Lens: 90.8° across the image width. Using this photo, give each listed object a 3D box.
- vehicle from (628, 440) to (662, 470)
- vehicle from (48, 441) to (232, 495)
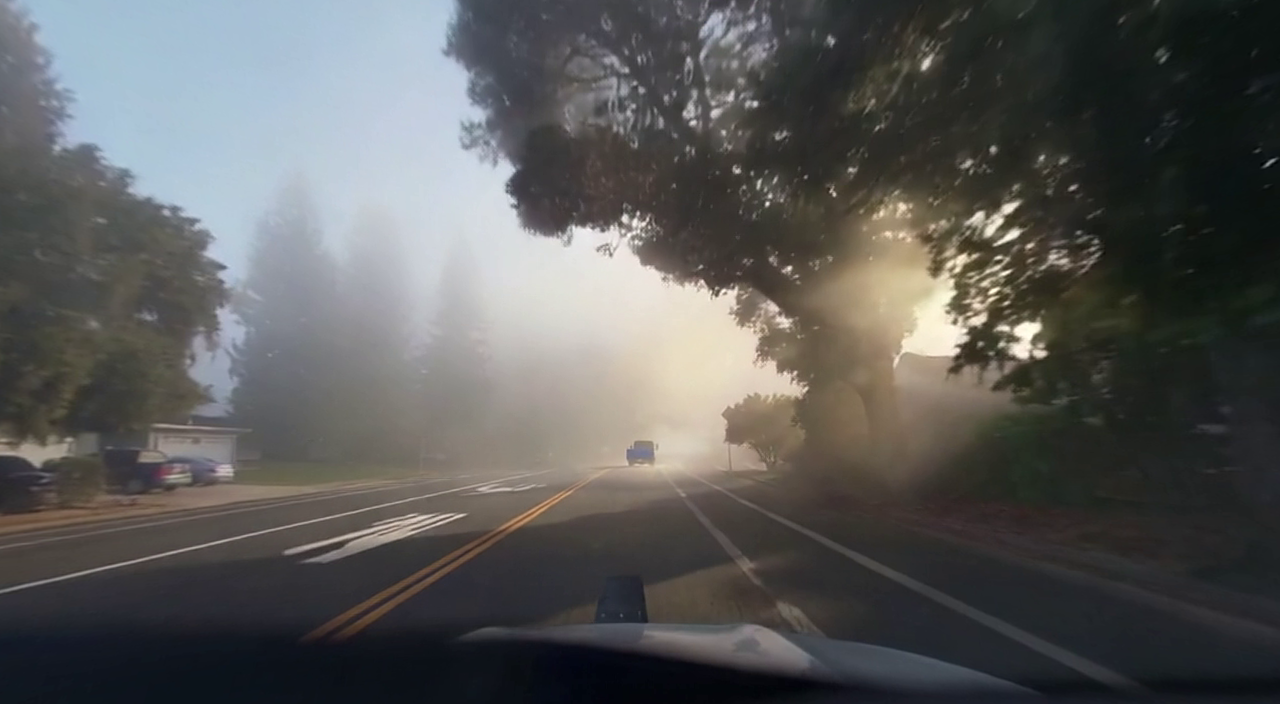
[{"bbox_3d":[0.429,7.251,44.562,2.153,1.942,4.767,0,-9,3],"label":"vehicle"},{"bbox_3d":[-19.233,4.468,24.524,5.209,1.967,2.153,0,-9,-1],"label":"vehicle"}]
